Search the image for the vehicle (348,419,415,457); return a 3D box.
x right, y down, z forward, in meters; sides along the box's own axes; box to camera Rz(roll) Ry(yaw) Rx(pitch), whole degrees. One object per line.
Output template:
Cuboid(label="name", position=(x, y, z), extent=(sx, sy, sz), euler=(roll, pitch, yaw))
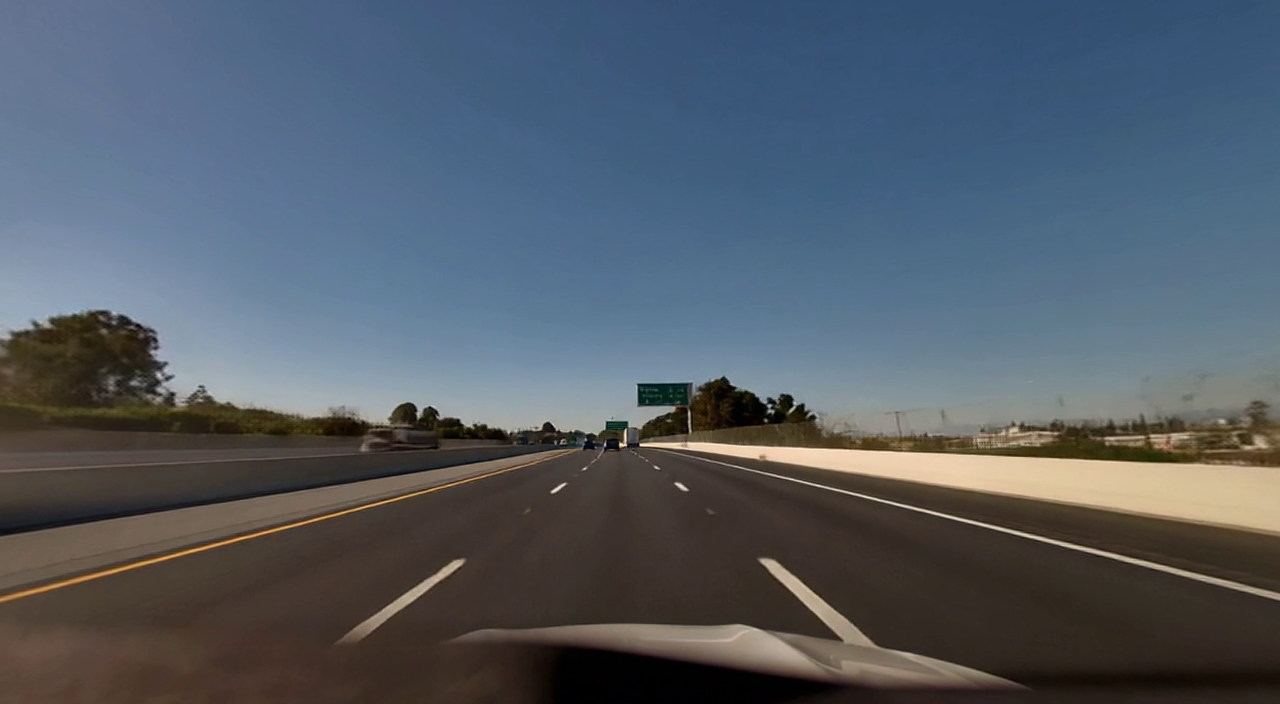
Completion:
Cuboid(label="vehicle", position=(-17.712, 5.968, 43.484), extent=(2.329, 2.433, 5.654), euler=(0, -8, -1))
